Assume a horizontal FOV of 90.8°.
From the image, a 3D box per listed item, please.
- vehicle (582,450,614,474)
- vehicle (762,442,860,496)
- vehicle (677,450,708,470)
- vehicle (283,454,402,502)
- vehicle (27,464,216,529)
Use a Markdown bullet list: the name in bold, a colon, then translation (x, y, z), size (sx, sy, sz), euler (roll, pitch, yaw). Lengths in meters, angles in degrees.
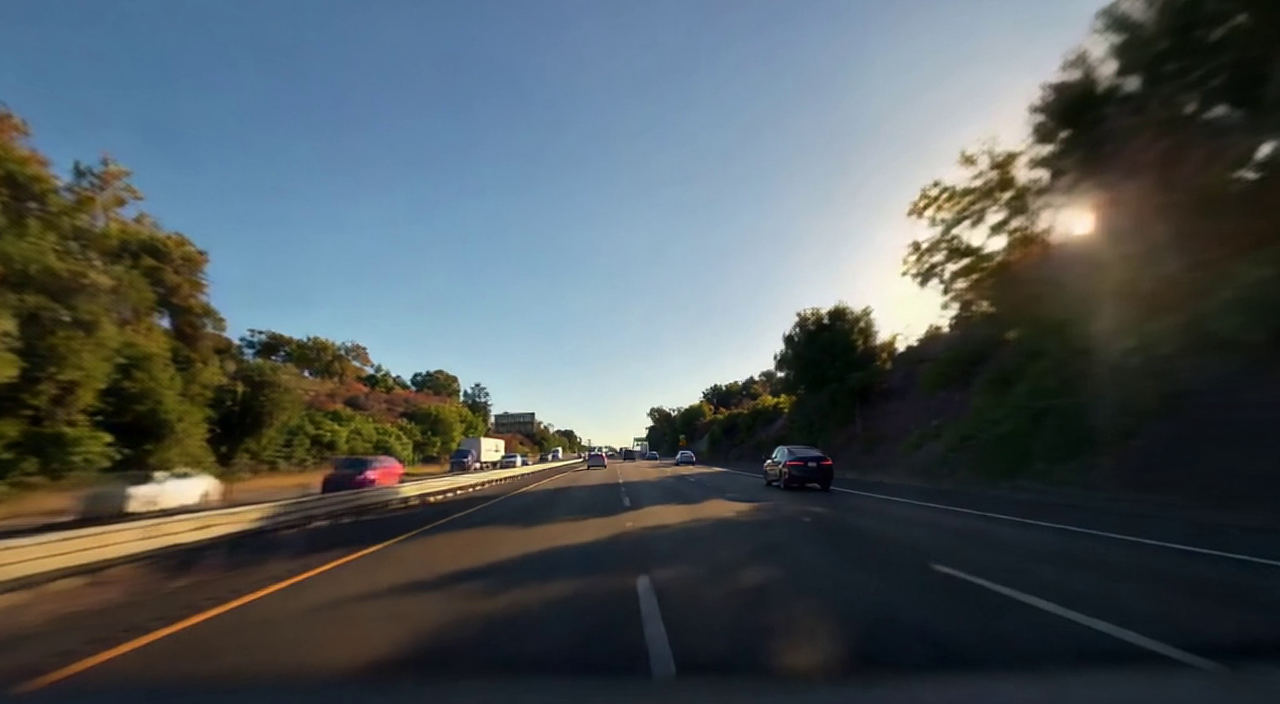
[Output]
- **vehicle**: translation (-2.810, 7.399, 42.780), size (2.021, 1.507, 4.272), euler (0, -9, -2)
- **vehicle**: translation (5.397, 3.735, 20.507), size (1.903, 1.566, 3.866), euler (0, -9, -3)
- **vehicle**: translation (4.002, 8.363, 48.880), size (1.846, 1.480, 3.694), euler (0, -9, -4)
- **vehicle**: translation (-10.504, 4.459, 22.786), size (2.097, 1.503, 4.780), euler (0, -9, -2)
- **vehicle**: translation (-14.235, 3.945, 17.701), size (1.908, 1.493, 4.047), euler (0, -9, -2)
